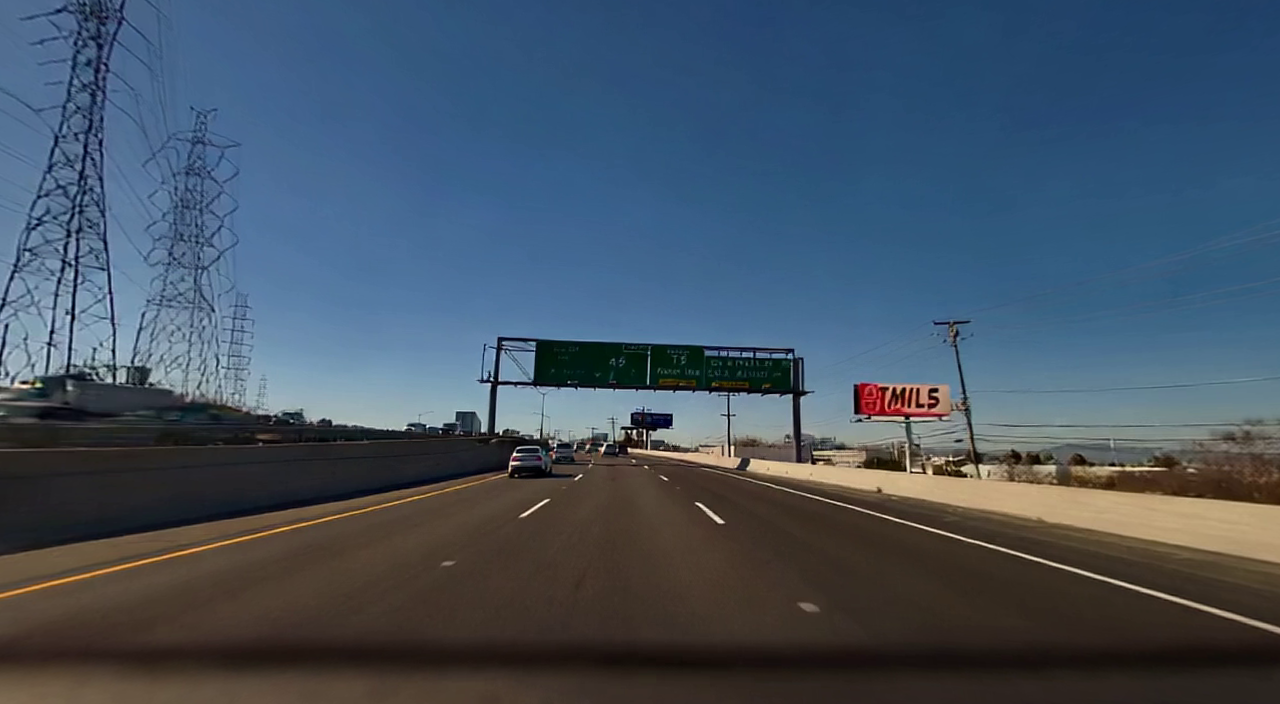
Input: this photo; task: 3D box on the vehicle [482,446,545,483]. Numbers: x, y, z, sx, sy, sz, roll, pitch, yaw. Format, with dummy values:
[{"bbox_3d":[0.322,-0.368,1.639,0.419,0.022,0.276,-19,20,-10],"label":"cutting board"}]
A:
[{"bbox_3d":[-5.265,4.734,26.868,1.921,1.420,4.078,0,-9,-1],"label":"vehicle"}]
